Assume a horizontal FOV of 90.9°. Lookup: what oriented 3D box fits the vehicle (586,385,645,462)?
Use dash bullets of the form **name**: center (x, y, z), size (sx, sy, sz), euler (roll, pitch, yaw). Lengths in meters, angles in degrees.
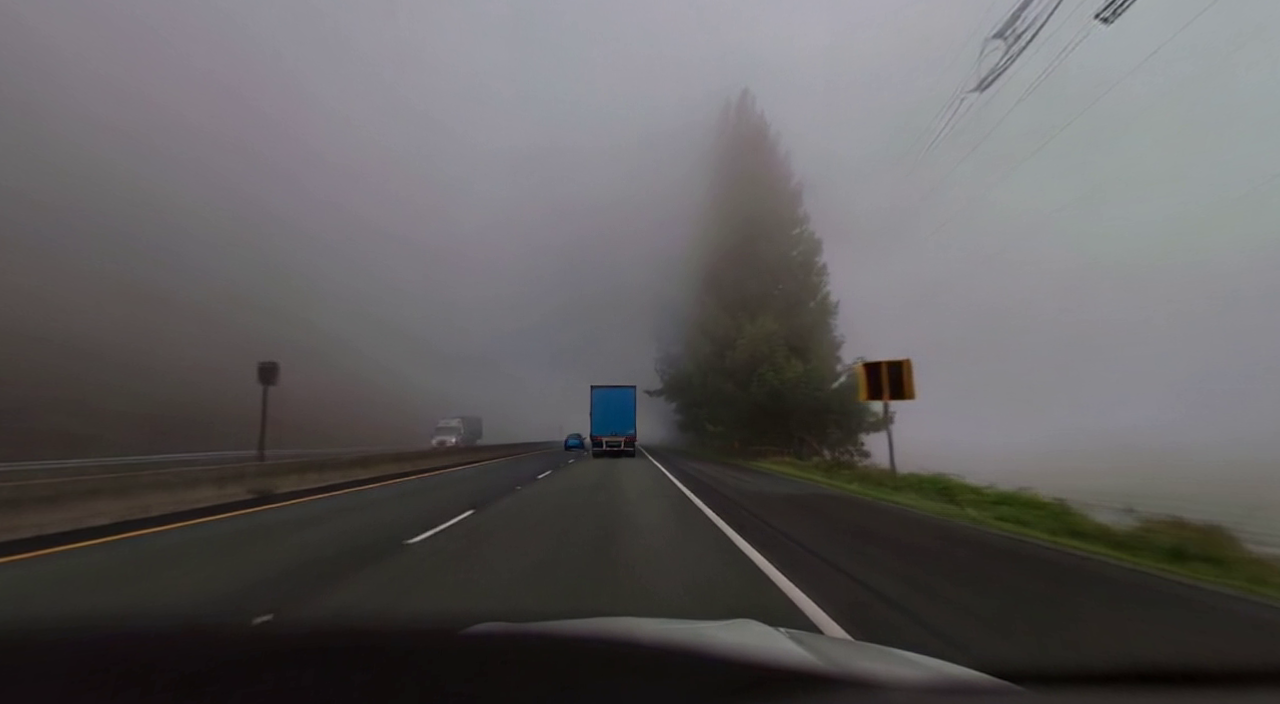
- **vehicle**: center (-1.360, 4.230, 36.500), size (2.955, 3.851, 9.915), euler (0, -8, -2)
